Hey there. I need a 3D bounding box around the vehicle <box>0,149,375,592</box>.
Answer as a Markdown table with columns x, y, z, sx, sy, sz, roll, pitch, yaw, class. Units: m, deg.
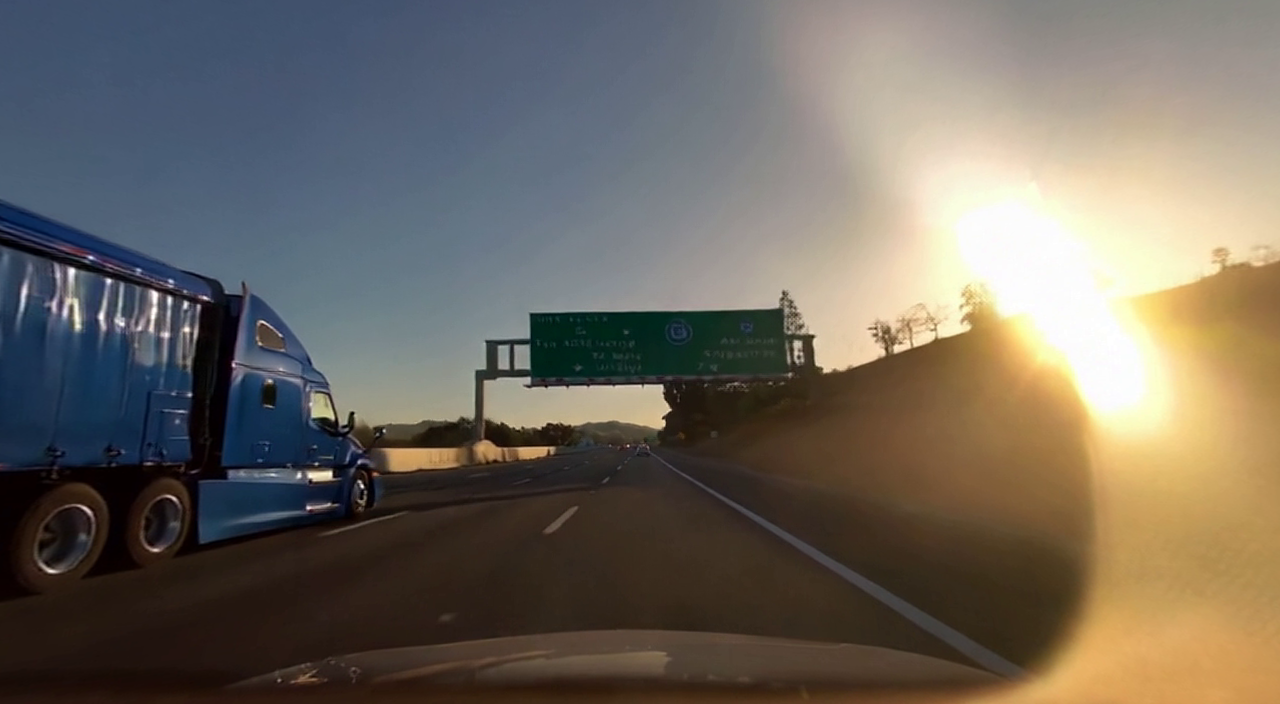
| x | y | z | sx | sy | sz | roll | pitch | yaw | class |
| --- | --- | --- | --- | --- | --- | --- | --- | --- | --- |
| -7.181 | 0.614 | 8.665 | 2.996 | 3.947 | 8.600 | 0 | -9 | 2 | vehicle |
